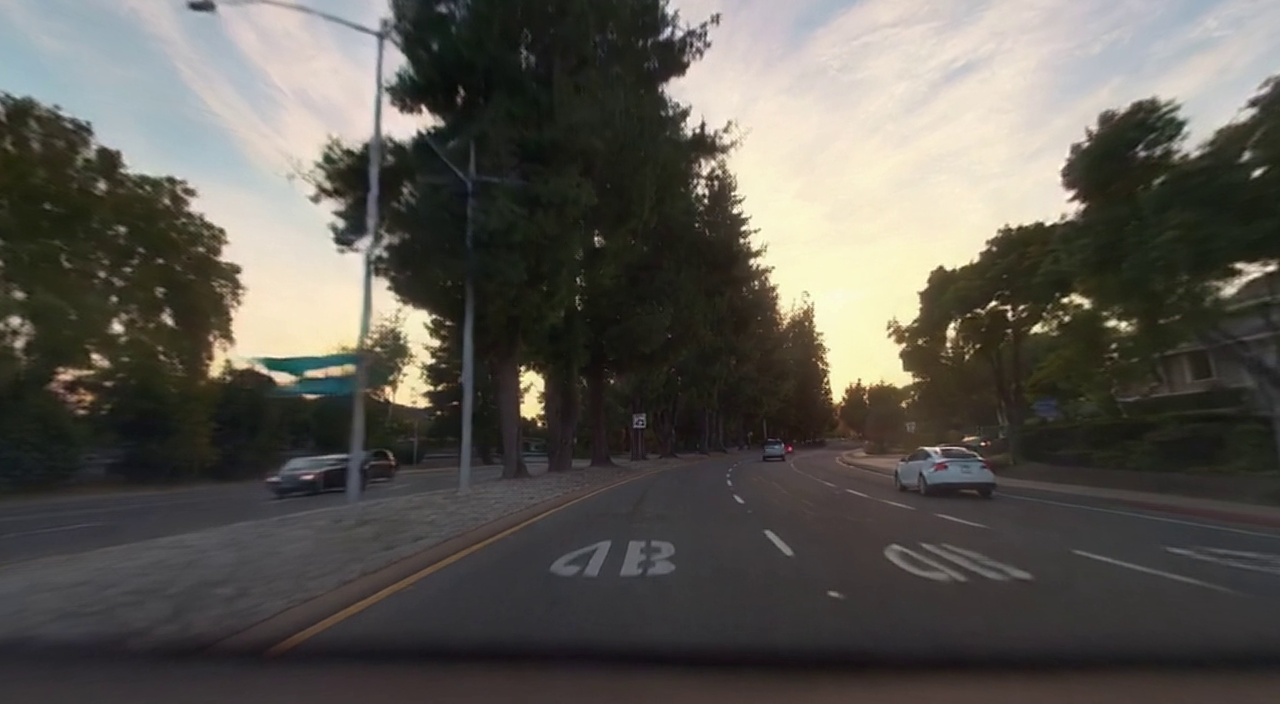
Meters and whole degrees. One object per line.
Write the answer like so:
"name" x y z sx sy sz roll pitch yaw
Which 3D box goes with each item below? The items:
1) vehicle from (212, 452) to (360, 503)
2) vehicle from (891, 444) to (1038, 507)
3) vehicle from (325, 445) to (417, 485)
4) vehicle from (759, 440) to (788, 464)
"vehicle" -11.569 4.102 21.076 1.905 1.451 4.698 -1 -8 6
"vehicle" 8.463 3.207 16.975 1.855 1.444 4.389 -1 -8 4
"vehicle" -13.503 5.689 32.057 2.025 1.837 4.841 -1 -8 8
"vehicle" 9.940 7.419 47.005 1.991 1.684 4.127 -2 -9 12
